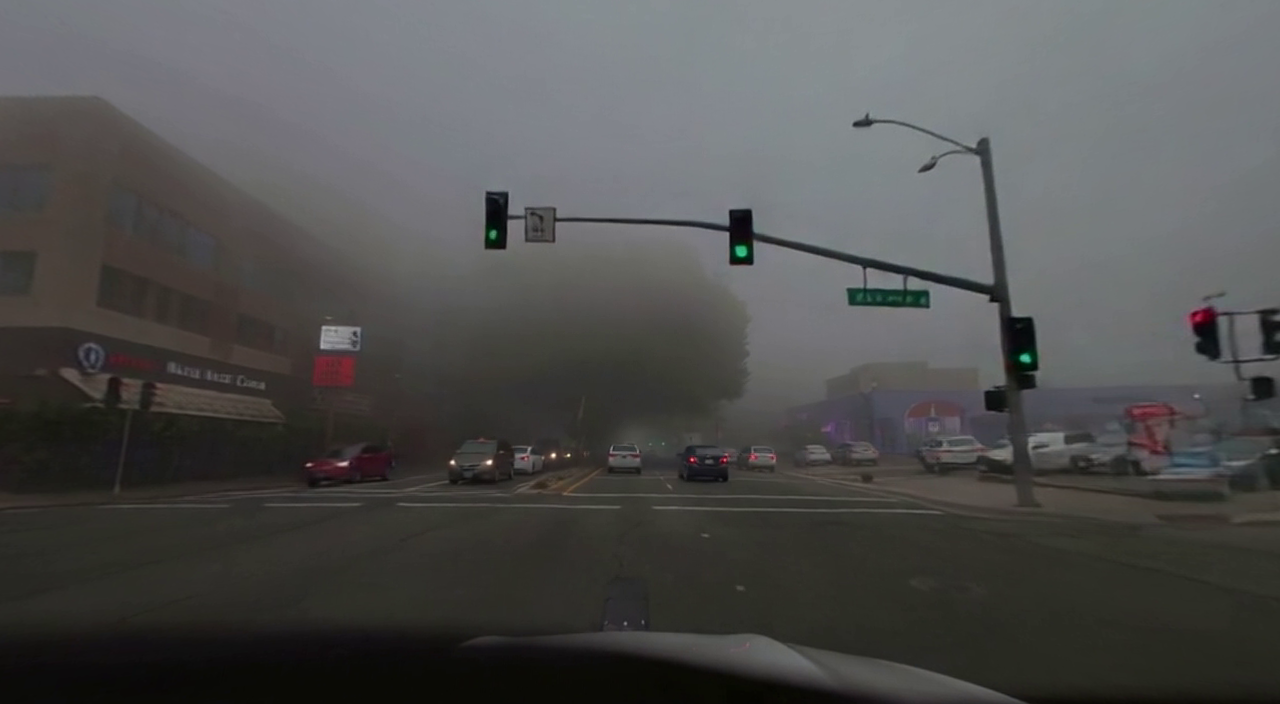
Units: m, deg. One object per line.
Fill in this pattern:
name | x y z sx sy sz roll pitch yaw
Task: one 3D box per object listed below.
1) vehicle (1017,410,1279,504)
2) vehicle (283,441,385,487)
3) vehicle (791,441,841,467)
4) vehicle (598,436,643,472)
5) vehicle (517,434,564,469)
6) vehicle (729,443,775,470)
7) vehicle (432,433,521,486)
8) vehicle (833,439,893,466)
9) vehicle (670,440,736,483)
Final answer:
vehicle | 12.111 2.531 15.543 2.304 1.907 4.844 0 -8 -5
vehicle | -12.791 4.688 26.724 2.106 1.779 4.467 0 -8 -1
vehicle | 11.699 6.778 42.183 2.058 1.493 4.612 -2 -8 1
vehicle | -1.046 5.576 34.693 2.301 1.837 4.411 0 -8 -1
vehicle | -6.194 6.179 39.663 2.240 1.945 5.114 -1 -7 -1
vehicle | 6.929 6.515 39.569 1.914 1.587 4.548 0 -8 -2
vehicle | -6.037 3.981 23.938 2.242 1.740 4.659 -1 -7 -1
vehicle | 14.766 6.652 42.061 2.007 1.642 5.001 -2 -8 -2
vehicle | 2.374 4.272 24.950 2.046 1.540 3.883 0 -8 -3
